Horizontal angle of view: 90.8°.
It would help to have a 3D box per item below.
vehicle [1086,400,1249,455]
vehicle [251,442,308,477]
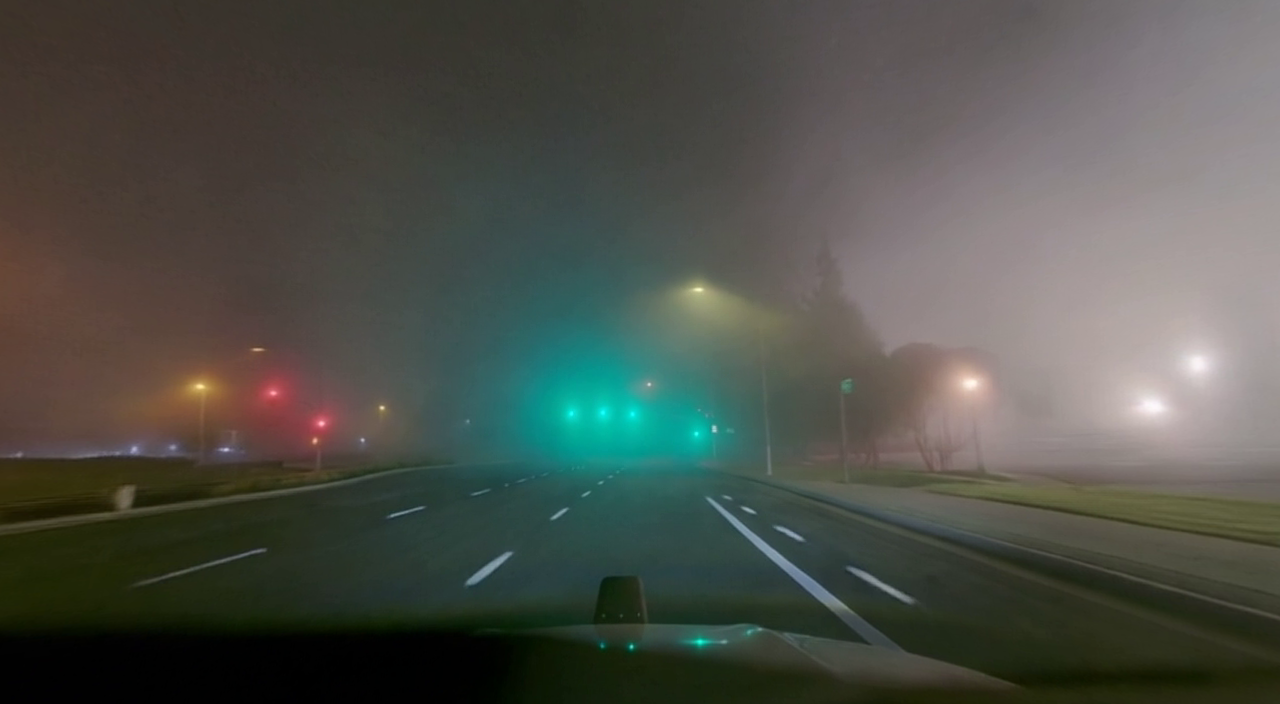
[{"bbox_3d":[38.006,5.328,45.382,12.668,3.508,3.144,1,-8,-22],"label":"vehicle"},{"bbox_3d":[-27.375,8.131,48.098,2.249,2.488,3.048,-3,-8,8],"label":"vehicle"}]
